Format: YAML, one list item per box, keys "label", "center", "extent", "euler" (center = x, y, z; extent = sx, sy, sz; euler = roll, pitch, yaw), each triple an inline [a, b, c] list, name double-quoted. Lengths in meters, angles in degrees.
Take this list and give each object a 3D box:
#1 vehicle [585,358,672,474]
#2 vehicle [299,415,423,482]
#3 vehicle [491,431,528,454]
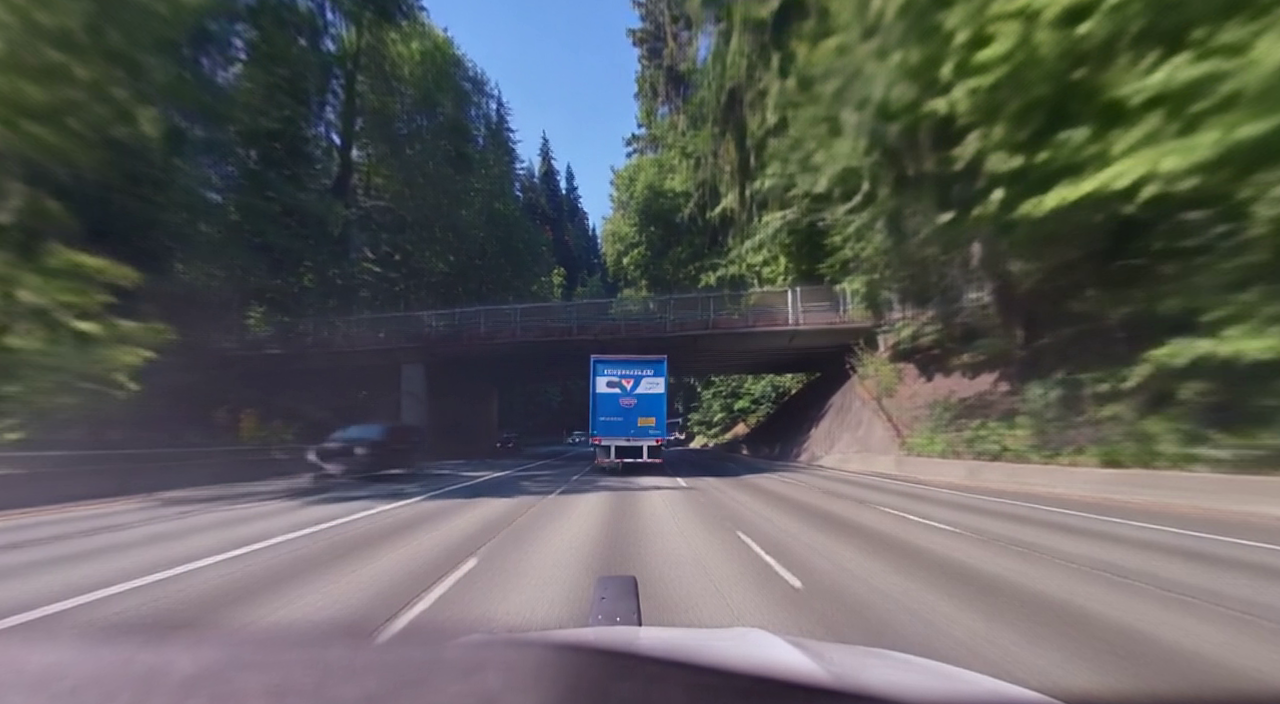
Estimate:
- label: "vehicle"
  center: [-0.626, 2.795, 26.167]
  extent: [2.895, 3.861, 10.213]
  euler: [0, -8, -3]
- label: "vehicle"
  center: [-8.676, 3.028, 20.097]
  extent: [2.037, 1.853, 4.336]
  euler: [0, -8, -1]
- label: "vehicle"
  center: [-9.116, 6.384, 44.342]
  extent: [1.828, 1.533, 3.432]
  euler: [0, -8, 1]
